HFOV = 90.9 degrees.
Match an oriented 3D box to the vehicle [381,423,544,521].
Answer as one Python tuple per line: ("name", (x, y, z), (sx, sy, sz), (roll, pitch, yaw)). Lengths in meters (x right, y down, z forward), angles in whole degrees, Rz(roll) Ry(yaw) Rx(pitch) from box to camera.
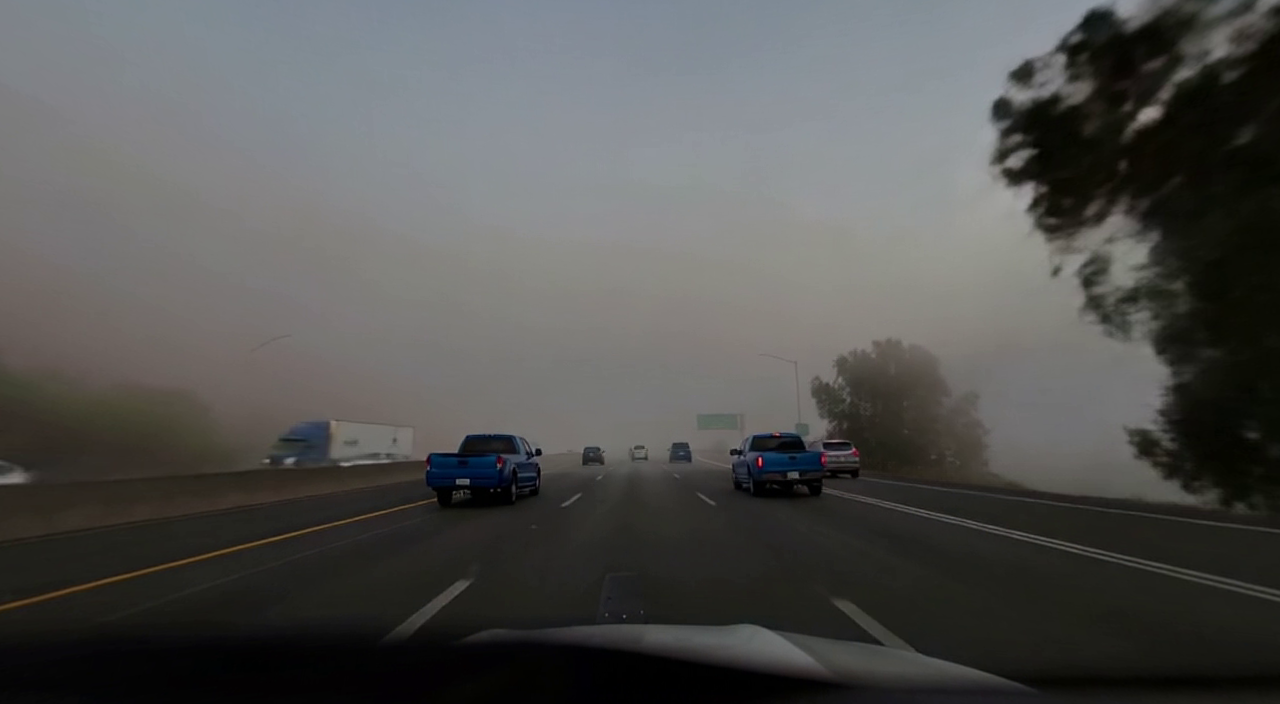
("vehicle", (-3.815, 2.706, 14.772), (2.227, 1.853, 5.161), (-1, -8, 1))

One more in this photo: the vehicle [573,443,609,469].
("vehicle", (-3.495, 7.606, 46.230), (2.235, 1.785, 4.386), (-1, -8, 1))

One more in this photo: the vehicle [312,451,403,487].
("vehicle", (-13.301, 5.523, 30.070), (1.947, 1.508, 4.807), (-1, -9, 2))

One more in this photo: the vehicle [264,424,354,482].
("vehicle", (-24.530, 7.510, 47.220), (3.006, 3.933, 6.317), (1, -8, 1))

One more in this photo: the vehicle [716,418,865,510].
("vehicle", (3.587, 2.838, 16.457), (2.424, 1.952, 5.611), (0, -8, -1))
